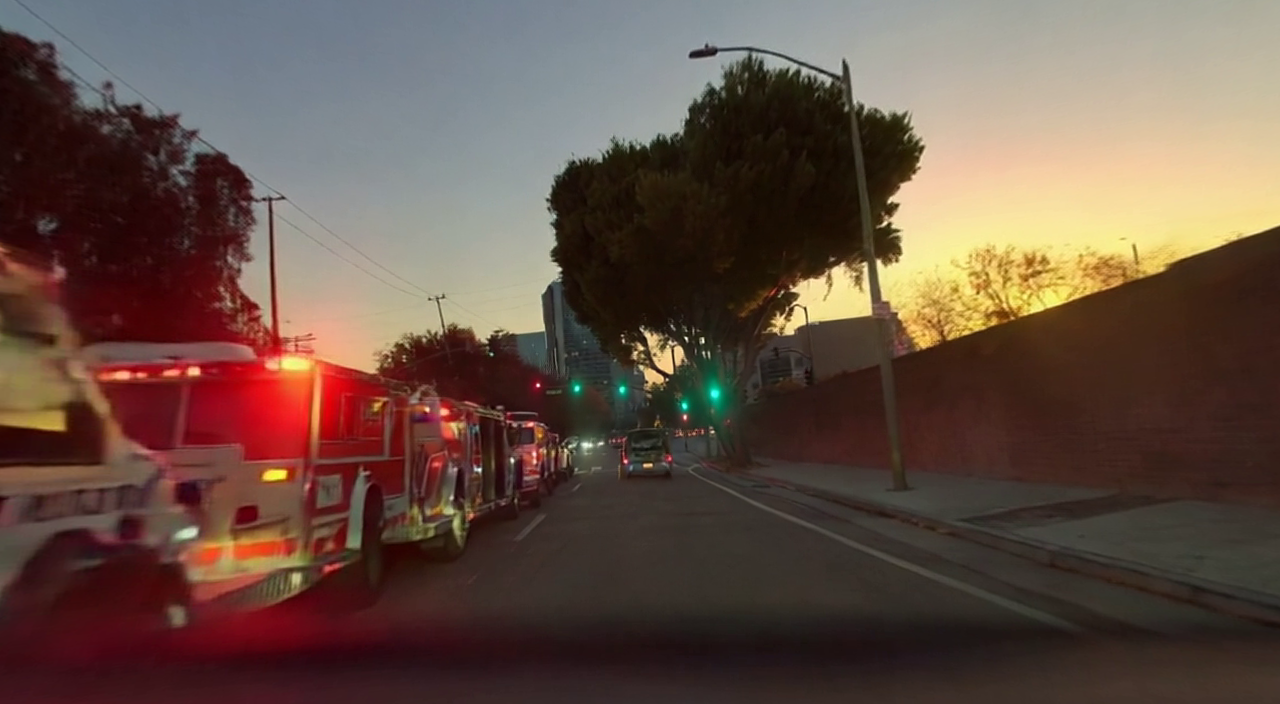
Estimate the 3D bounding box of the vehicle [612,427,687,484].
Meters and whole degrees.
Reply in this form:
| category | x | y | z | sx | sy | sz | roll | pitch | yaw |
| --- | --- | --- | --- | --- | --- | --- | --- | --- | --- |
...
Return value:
| category | x | y | z | sx | sy | sz | roll | pitch | yaw |
| --- | --- | --- | --- | --- | --- | --- | --- | --- | --- |
| vehicle | 0.194 | 3.698 | 22.854 | 2.332 | 1.831 | 4.930 | 1 | -9 | -4 |

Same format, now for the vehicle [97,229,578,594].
| category | x | y | z | sx | sy | sz | roll | pitch | yaw |
| --- | --- | --- | --- | --- | --- | --- | --- | --- | --- |
| vehicle | -3.558 | 1.466 | 12.709 | 3.631 | 3.655 | 12.773 | 0 | -8 | -1 |
